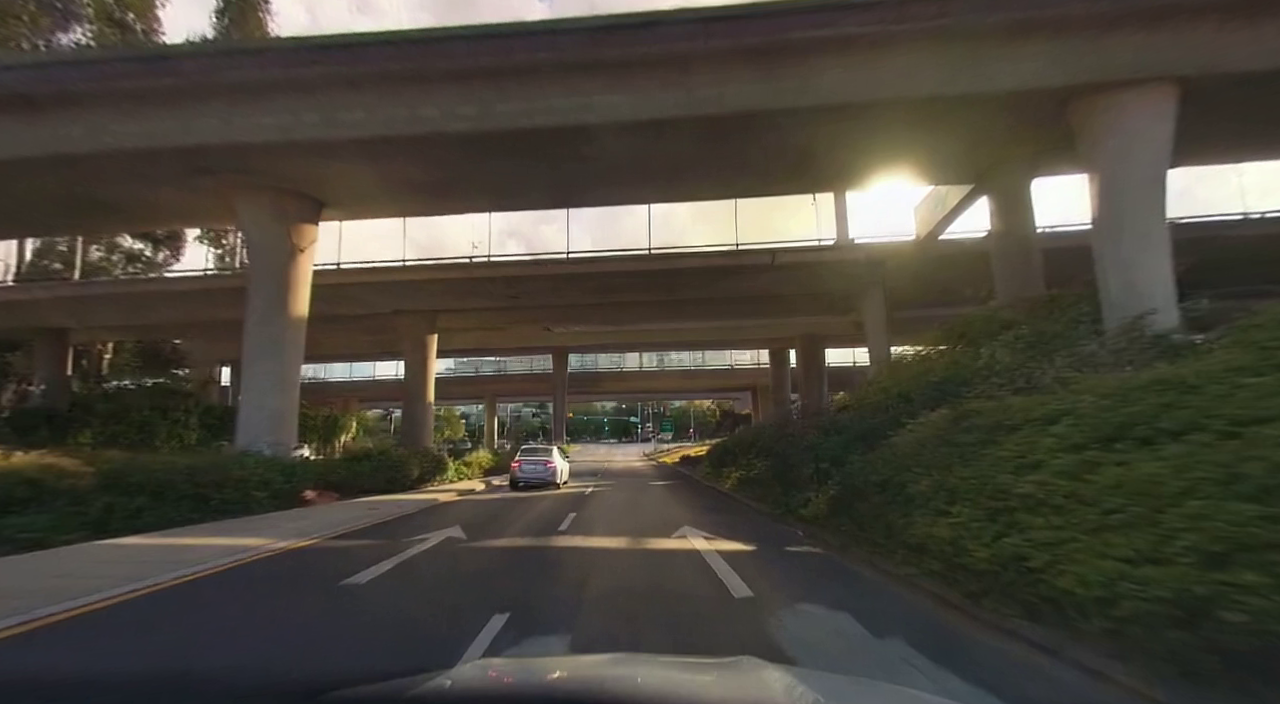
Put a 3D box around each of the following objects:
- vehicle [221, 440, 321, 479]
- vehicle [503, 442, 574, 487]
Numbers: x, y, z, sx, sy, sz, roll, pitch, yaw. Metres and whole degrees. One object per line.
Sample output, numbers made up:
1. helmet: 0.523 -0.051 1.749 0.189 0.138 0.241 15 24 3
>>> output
1. vehicle: -18.534 5.416 31.957 2.196 1.834 4.766 0 -9 -1
2. vehicle: -3.578 4.050 23.000 1.963 1.460 4.614 0 -9 -2
